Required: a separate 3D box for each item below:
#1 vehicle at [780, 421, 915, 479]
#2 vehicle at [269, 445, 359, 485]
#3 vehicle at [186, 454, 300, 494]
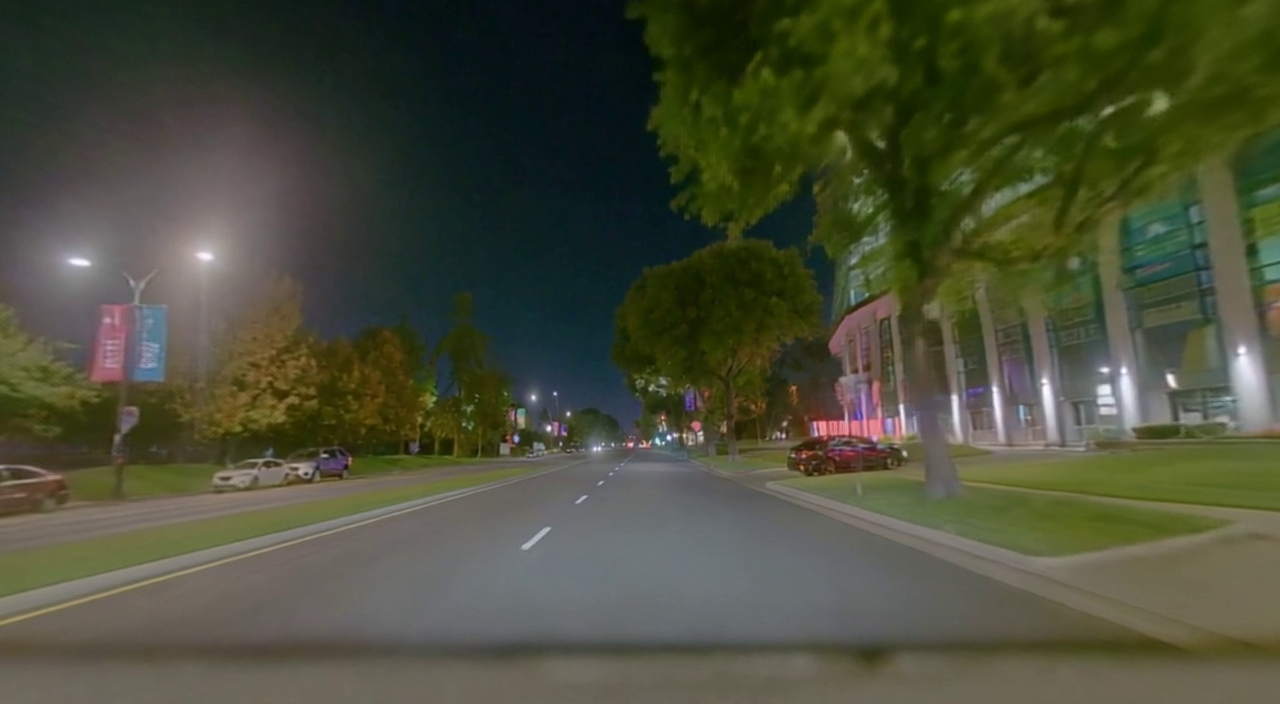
[{"bbox_3d":[8.682,4.145,26.629,4.716,1.672,2.330,-8,-8,-2],"label":"vehicle"},{"bbox_3d":[-17.262,5.959,33.574,2.301,1.821,4.731,-4,-8,1],"label":"vehicle"},{"bbox_3d":[-17.402,5.326,27.857,1.873,1.544,4.794,0,-8,1],"label":"vehicle"}]
